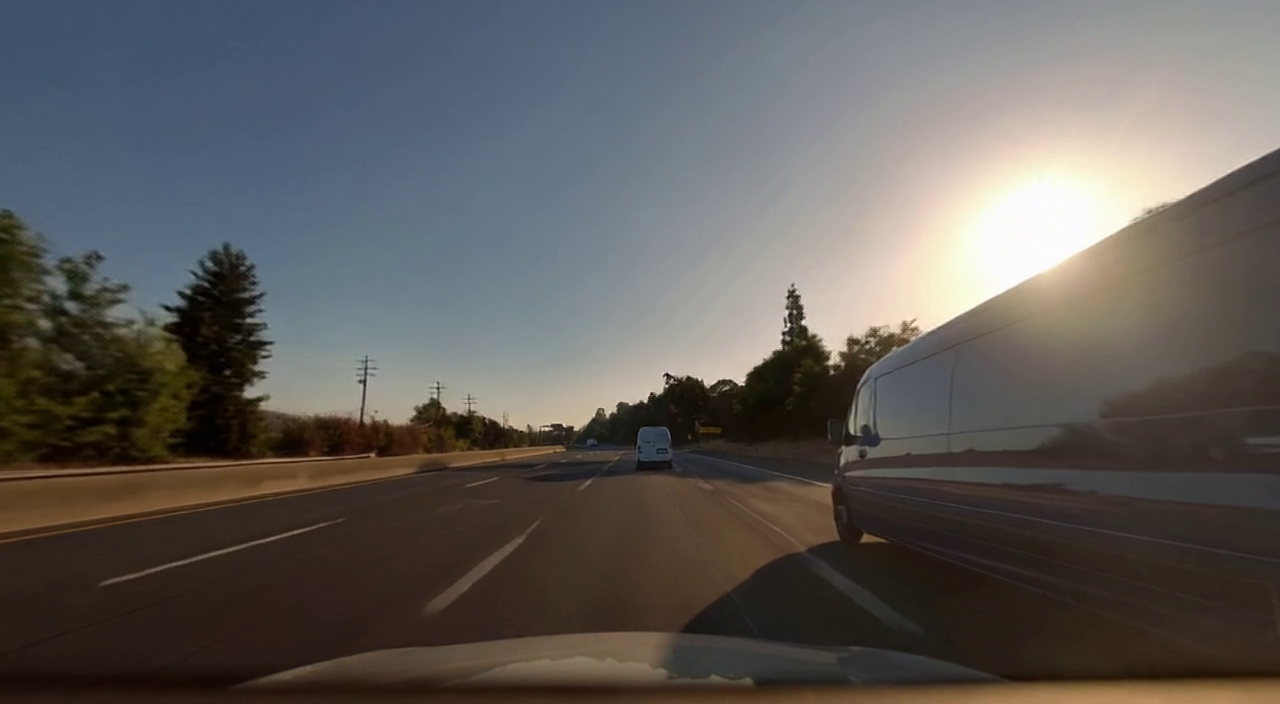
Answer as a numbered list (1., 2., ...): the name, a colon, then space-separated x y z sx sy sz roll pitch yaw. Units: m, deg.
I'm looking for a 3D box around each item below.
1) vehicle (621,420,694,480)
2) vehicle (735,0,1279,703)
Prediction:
1. vehicle: 0.627 3.639 23.590 2.469 2.027 4.554 0 -8 1
2. vehicle: 3.967 -0.023 5.081 3.892 4.216 16.830 0 -8 0
